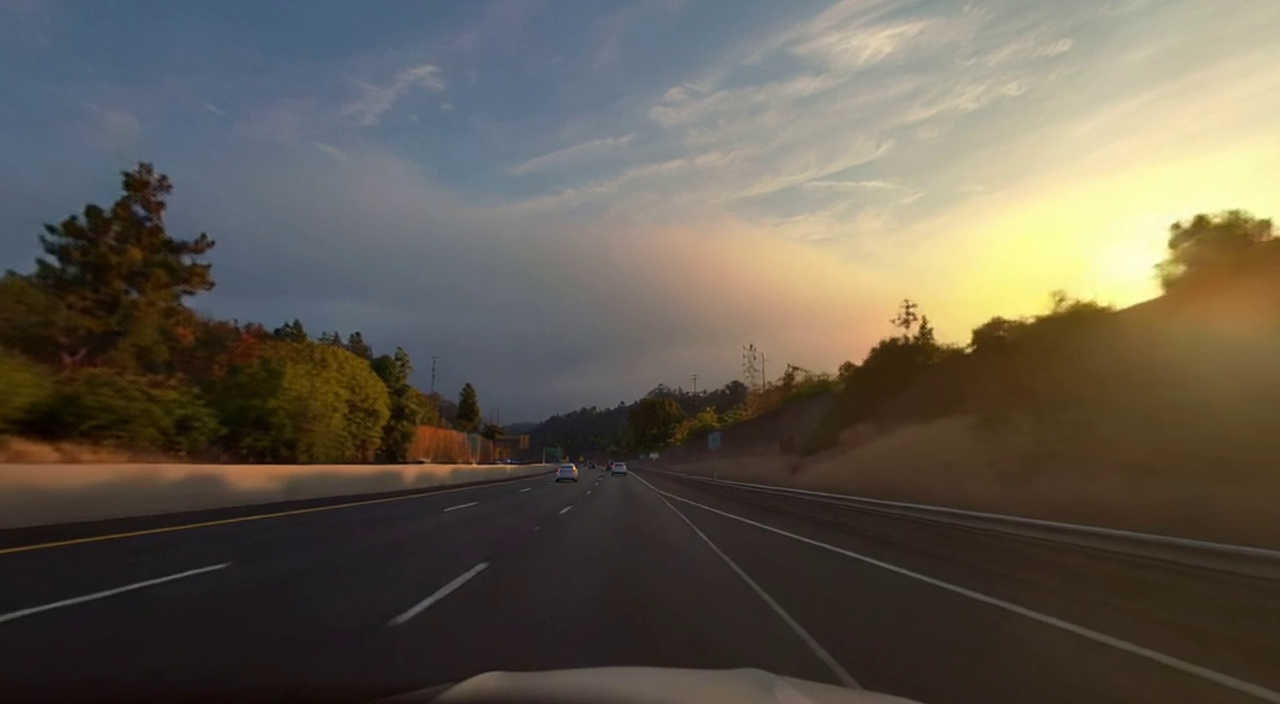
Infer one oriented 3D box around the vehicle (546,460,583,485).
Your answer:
[{"bbox_3d":[-5.159,8.303,43.367,2.039,1.605,4.365,1,-11,-1],"label":"vehicle"}]
